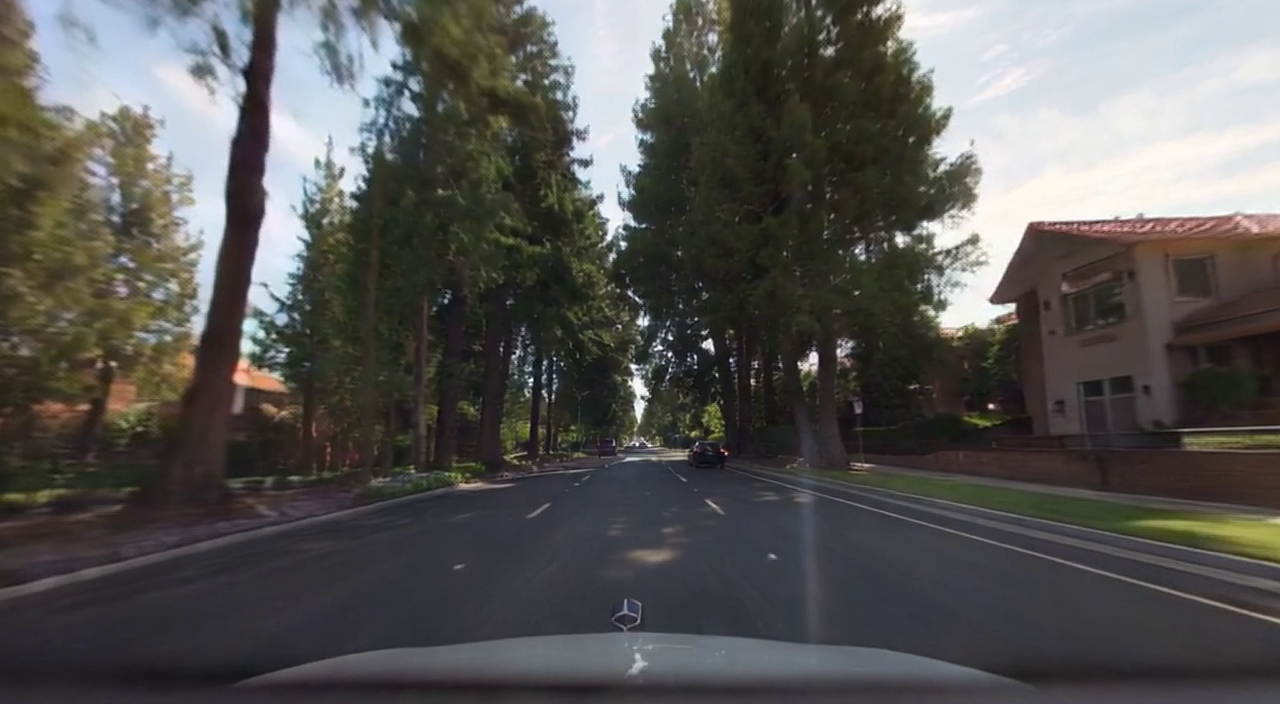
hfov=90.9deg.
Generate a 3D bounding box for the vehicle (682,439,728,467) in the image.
[{"bbox_3d":[3.900,6.210,38.814,2.237,1.578,4.621,0,-8,-1],"label":"vehicle"}]
